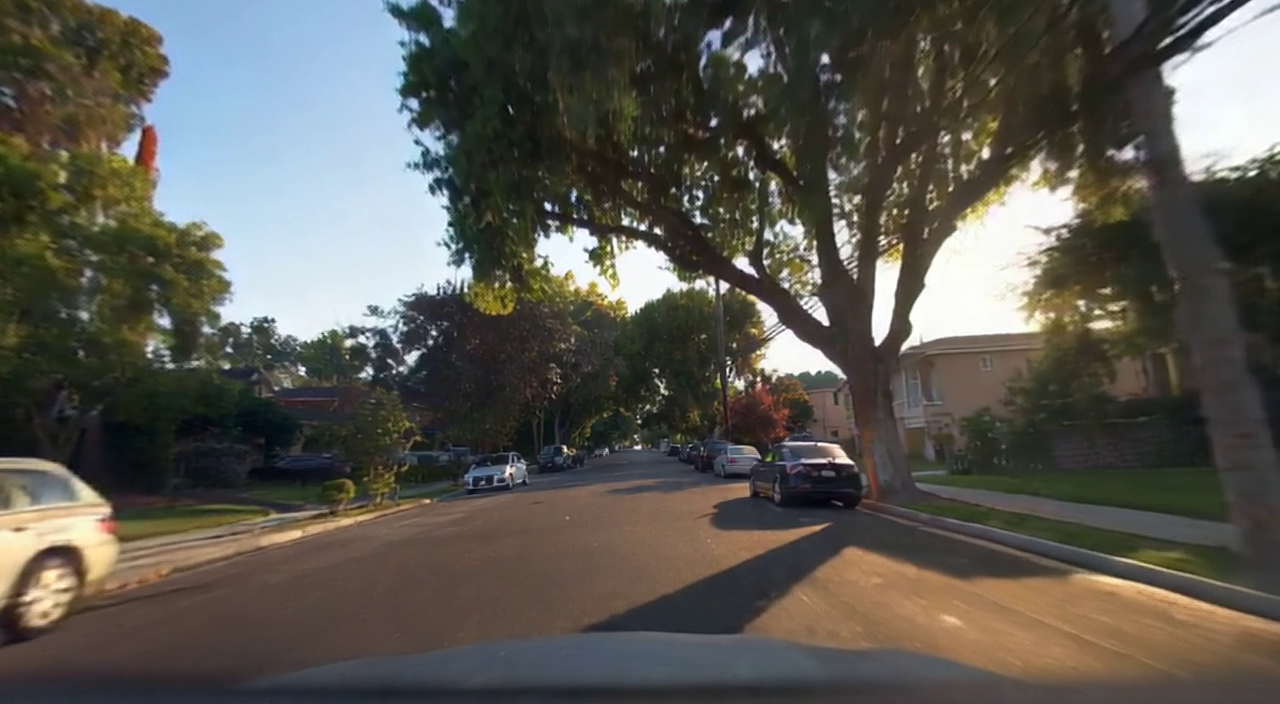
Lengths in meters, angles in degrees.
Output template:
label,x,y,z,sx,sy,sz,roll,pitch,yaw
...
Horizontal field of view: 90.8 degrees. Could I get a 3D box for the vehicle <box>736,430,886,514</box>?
label,x,y,z,sx,sy,sz,roll,pitch,yaw
vehicle,3.786,2.746,15.037,2.247,1.618,4.655,2,-8,0

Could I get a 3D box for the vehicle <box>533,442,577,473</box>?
label,x,y,z,sx,sy,sz,roll,pitch,yaw
vehicle,-5.573,7.024,41.915,2.118,1.753,4.377,-5,-10,1

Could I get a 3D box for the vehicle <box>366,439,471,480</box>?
label,x,y,z,sx,sy,sz,roll,pitch,yaw
vehicle,-12.531,6.147,36.066,5.096,2.213,2.354,1,-10,-3

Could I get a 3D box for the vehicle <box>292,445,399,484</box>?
label,x,y,z,sx,sy,sz,roll,pitch,yaw
vehicle,-15.651,5.966,33.722,4.747,1.899,2.181,-2,-7,13

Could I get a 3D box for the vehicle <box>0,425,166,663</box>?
label,x,y,z,sx,sy,sz,roll,pitch,yaw
vehicle,-5.803,1.414,4.164,1.989,1.756,4.378,-4,-9,0

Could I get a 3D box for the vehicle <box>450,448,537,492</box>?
label,x,y,z,sx,sy,sz,roll,pitch,yaw
vehicle,-5.667,4.618,25.066,2.199,1.439,4.757,-3,-9,2
